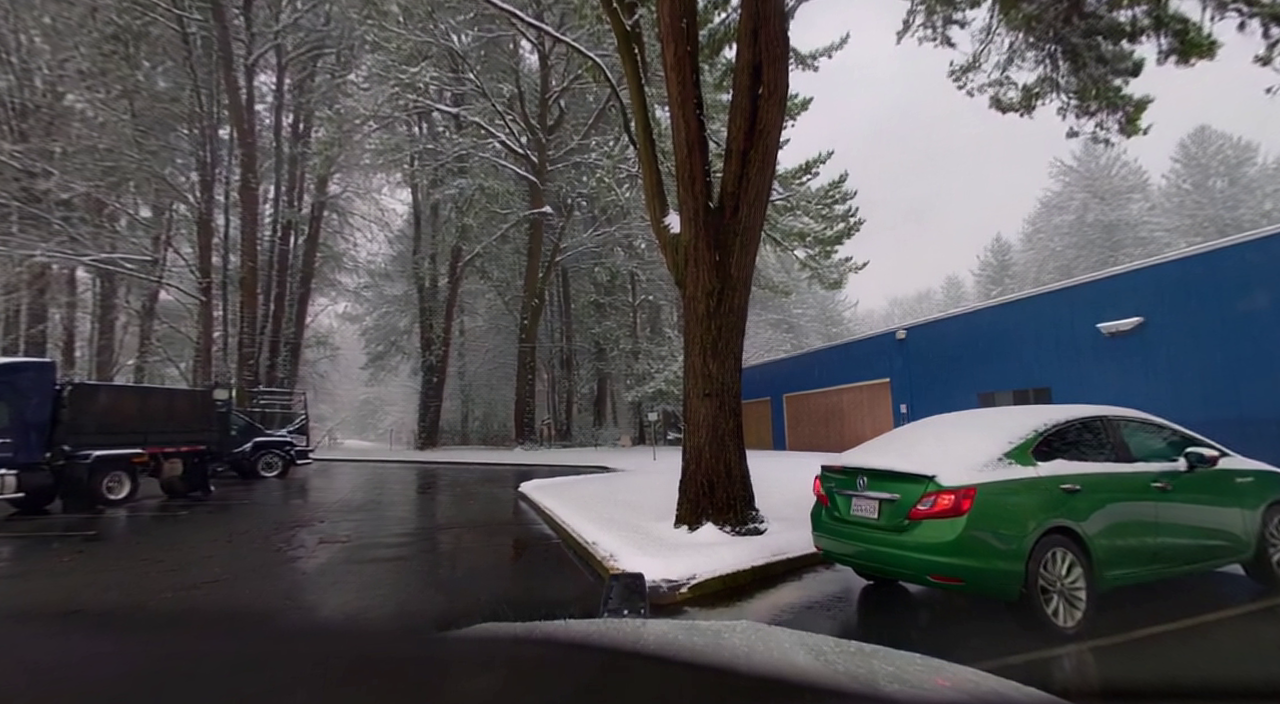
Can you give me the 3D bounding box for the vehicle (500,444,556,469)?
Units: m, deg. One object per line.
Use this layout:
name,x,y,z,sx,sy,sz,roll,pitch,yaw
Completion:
vehicle,-7.026,6.571,39.834,1.809,1.506,3.473,-4,-10,24

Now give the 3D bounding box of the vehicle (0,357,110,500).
vehicle,-22.107,2.641,20.624,11.512,3.871,3.038,-5,-10,29

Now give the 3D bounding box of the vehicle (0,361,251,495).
vehicle,-19.598,2.967,23.274,11.906,4.069,2.948,-5,-10,28
